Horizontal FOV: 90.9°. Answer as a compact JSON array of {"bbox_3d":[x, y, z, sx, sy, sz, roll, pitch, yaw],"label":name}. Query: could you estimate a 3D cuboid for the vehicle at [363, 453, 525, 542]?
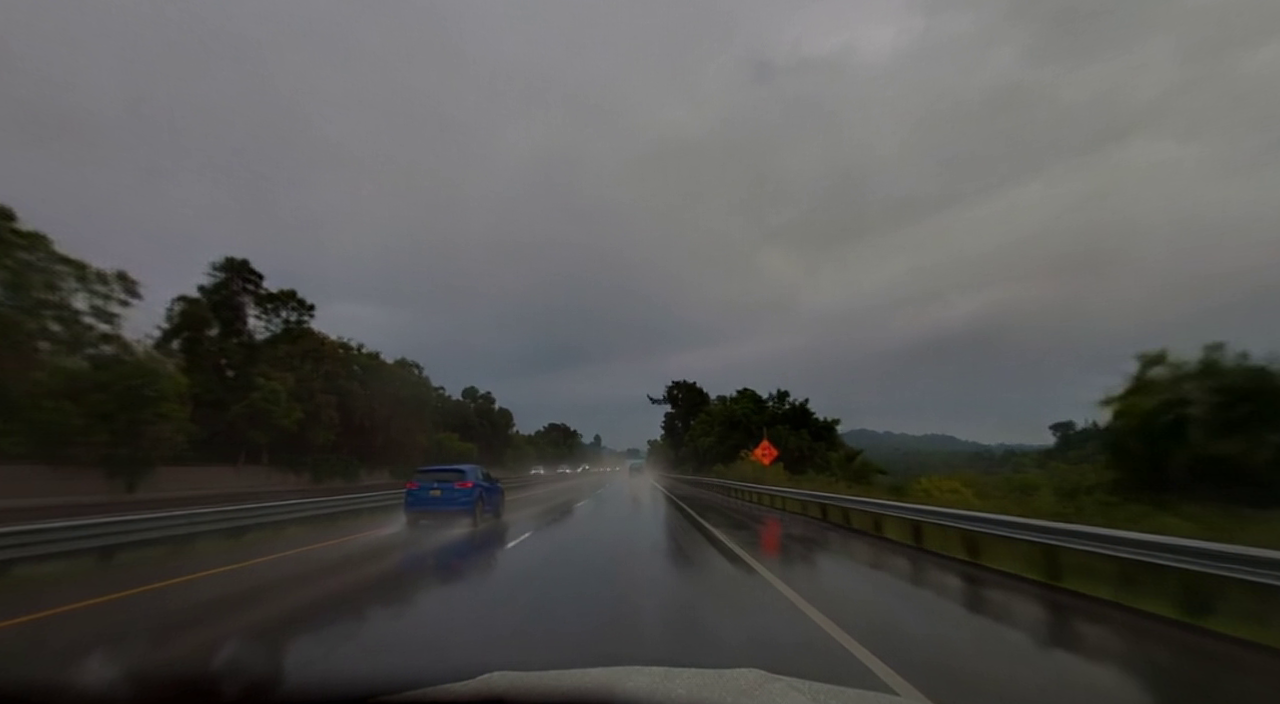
[{"bbox_3d":[-3.836,2.953,13.216,2.017,1.516,4.041,1,-11,1],"label":"vehicle"}]
